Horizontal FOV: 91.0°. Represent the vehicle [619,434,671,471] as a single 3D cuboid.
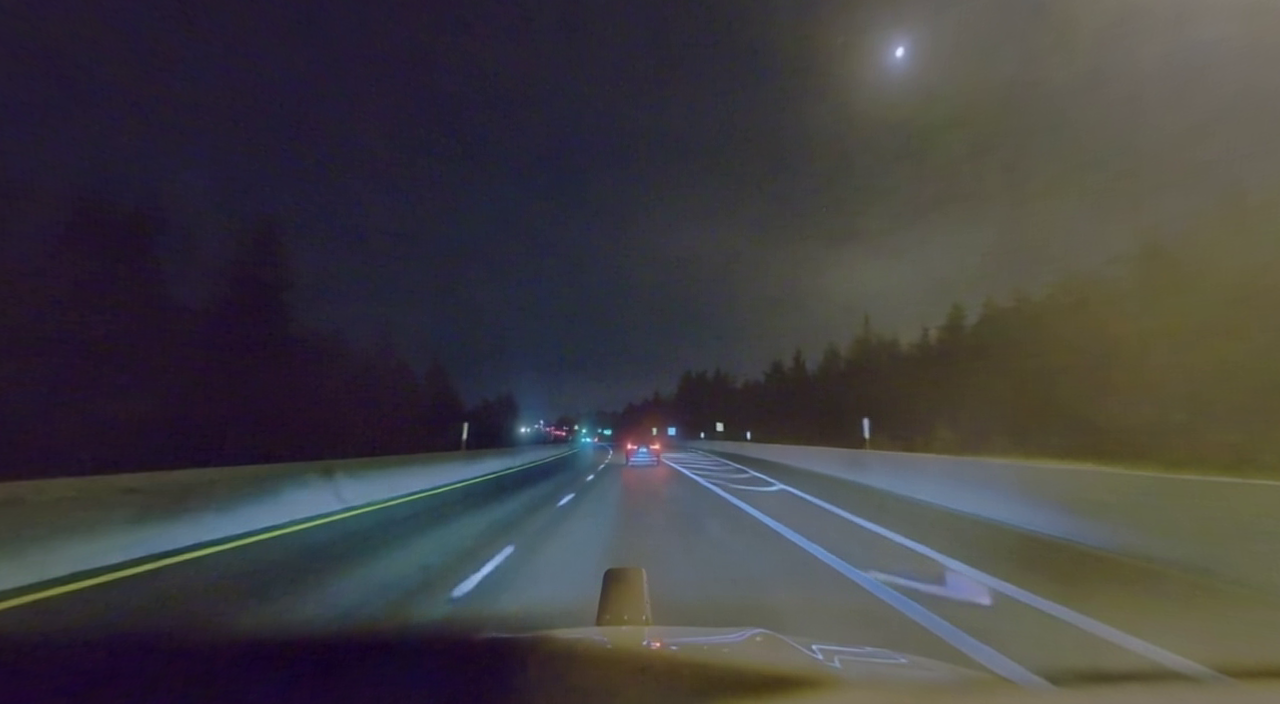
[{"bbox_3d":[0.215,4.446,28.019,2.130,1.512,4.057,0,-8,0],"label":"vehicle"}]
